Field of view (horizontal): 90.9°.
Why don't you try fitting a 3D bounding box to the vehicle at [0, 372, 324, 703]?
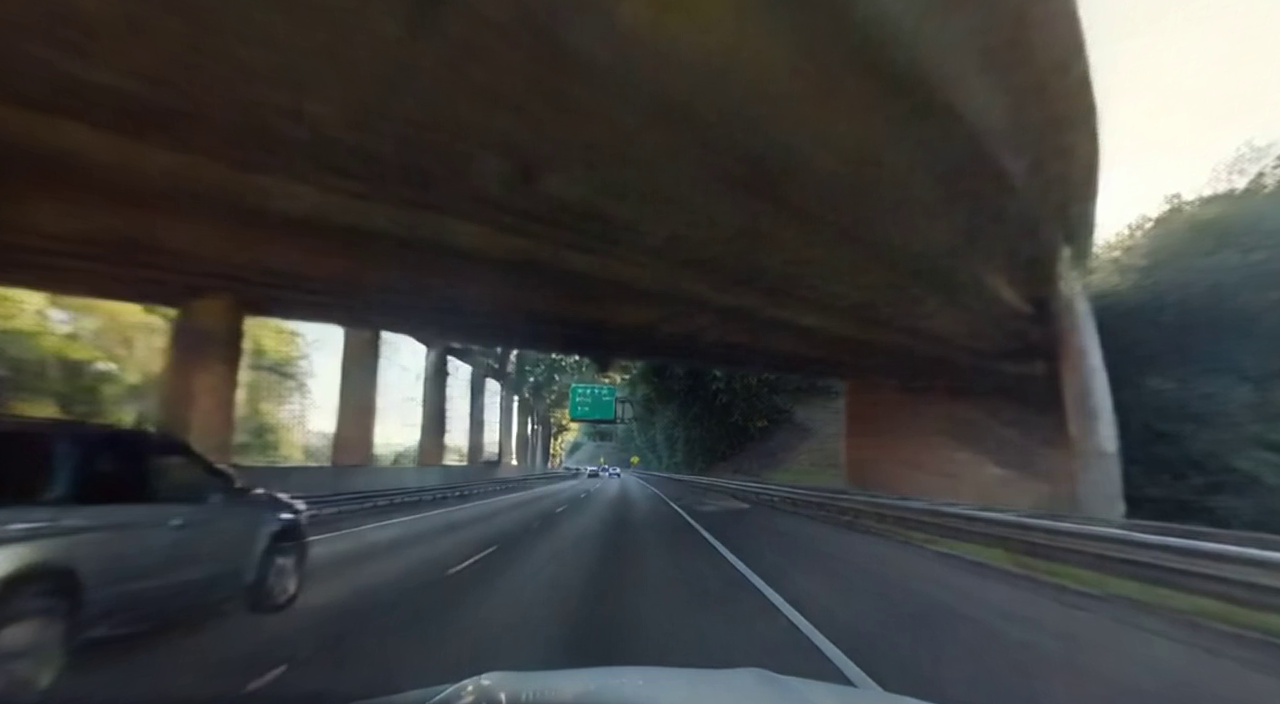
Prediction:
[{"bbox_3d":[-4.247,1.077,3.582,2.286,1.757,5.057,1,-11,-1],"label":"vehicle"}]
